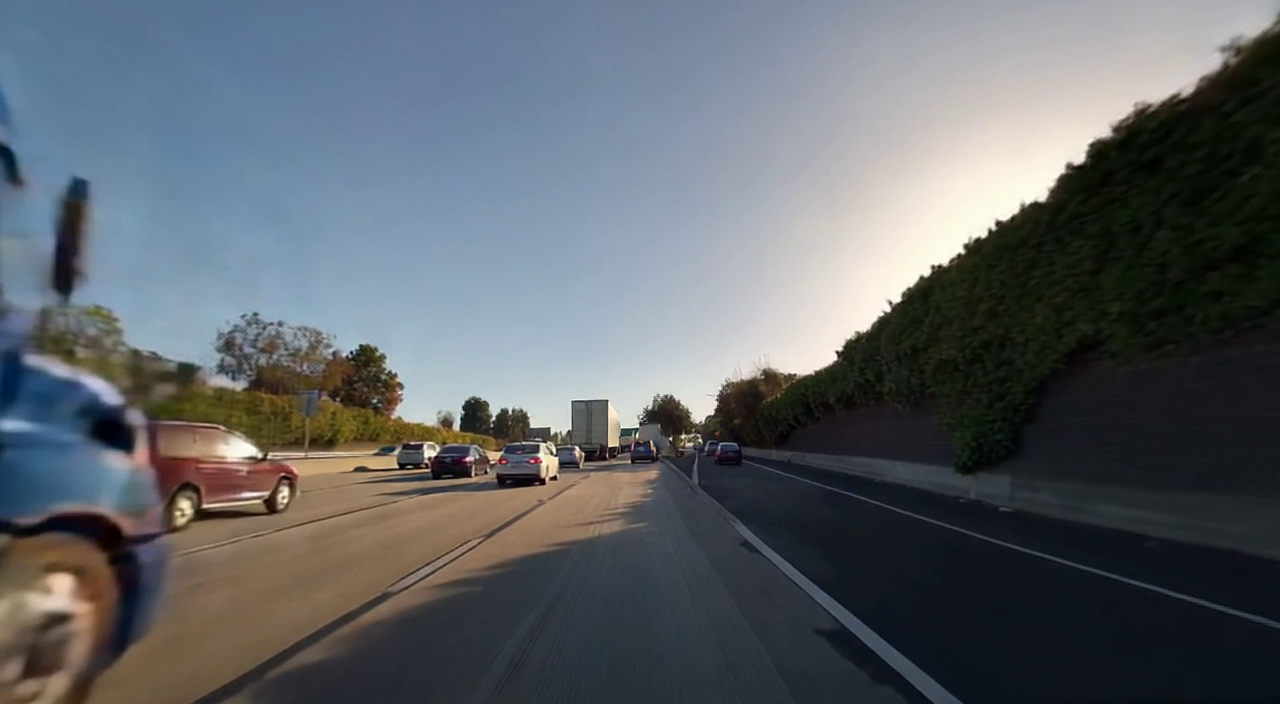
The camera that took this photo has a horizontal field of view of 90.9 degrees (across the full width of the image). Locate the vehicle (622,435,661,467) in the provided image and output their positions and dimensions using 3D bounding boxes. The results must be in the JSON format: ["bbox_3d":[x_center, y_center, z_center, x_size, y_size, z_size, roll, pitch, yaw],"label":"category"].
[{"bbox_3d":[0.113,6.213,39.743,2.325,1.864,4.128,0,-8,1],"label":"vehicle"}]

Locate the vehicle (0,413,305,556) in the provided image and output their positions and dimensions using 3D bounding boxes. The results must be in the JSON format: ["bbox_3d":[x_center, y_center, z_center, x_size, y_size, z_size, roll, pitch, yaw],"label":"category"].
[{"bbox_3d":[-7.661,1.989,10.227,2.011,1.789,4.352,0,-8,0],"label":"vehicle"}]

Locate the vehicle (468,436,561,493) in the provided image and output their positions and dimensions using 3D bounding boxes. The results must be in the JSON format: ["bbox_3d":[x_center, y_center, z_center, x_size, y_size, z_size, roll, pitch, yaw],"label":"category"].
[{"bbox_3d":[-3.815,3.494,20.011,1.866,1.568,4.603,0,-8,2],"label":"vehicle"}]

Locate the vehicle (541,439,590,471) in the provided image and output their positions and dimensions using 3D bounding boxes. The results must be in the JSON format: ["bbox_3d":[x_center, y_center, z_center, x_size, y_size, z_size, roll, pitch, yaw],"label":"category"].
[{"bbox_3d":[-4.032,5.621,34.643,2.124,1.627,3.863,0,-8,1],"label":"vehicle"}]

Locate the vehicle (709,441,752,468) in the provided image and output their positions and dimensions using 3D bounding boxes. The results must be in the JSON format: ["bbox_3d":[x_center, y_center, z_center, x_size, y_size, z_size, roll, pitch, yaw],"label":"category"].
[{"bbox_3d":[5.303,6.029,37.392,2.176,1.493,3.955,0,-8,3],"label":"vehicle"}]

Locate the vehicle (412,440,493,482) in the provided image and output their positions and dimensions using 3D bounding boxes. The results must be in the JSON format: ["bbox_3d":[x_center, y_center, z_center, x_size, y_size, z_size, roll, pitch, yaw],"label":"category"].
[{"bbox_3d":[-7.566,4.416,25.856,1.967,1.555,4.161,0,-8,1],"label":"vehicle"}]
